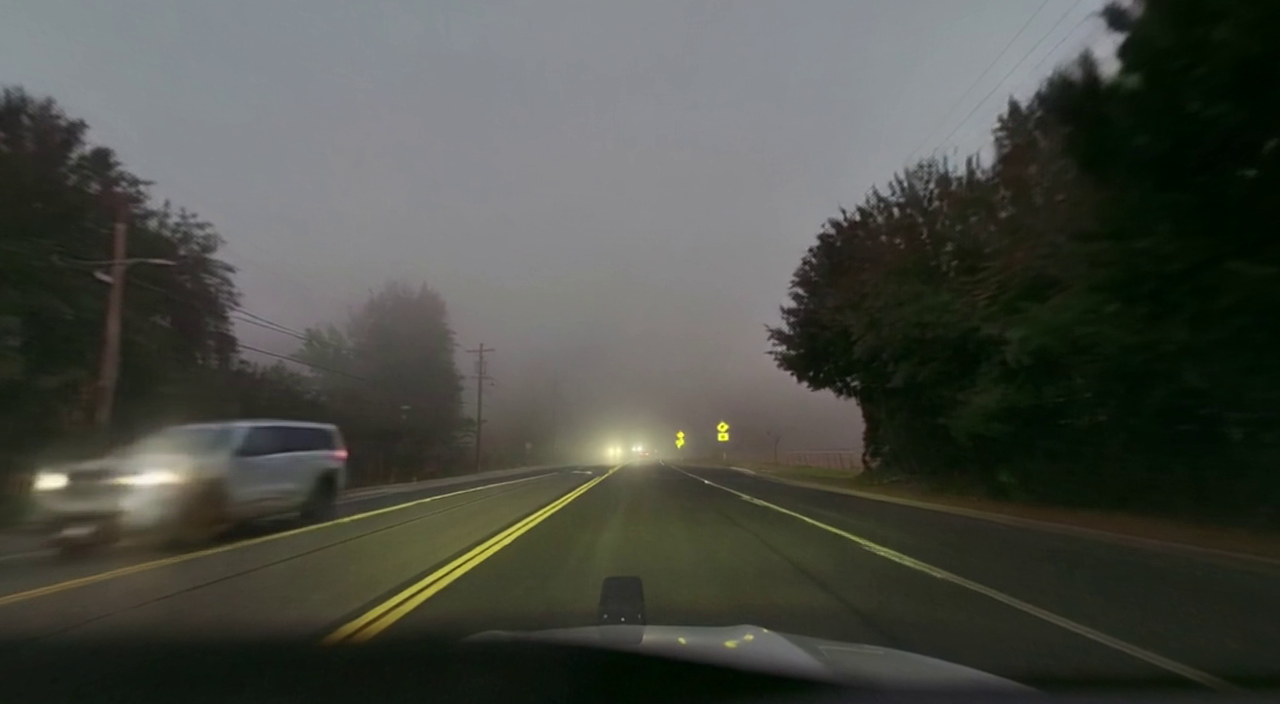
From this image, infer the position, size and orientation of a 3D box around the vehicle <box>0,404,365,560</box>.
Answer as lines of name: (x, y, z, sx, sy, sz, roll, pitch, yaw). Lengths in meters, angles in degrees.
vehicle: (-7.848, 2.238, 11.708, 2.766, 2.122, 5.753, -1, -8, 1)
